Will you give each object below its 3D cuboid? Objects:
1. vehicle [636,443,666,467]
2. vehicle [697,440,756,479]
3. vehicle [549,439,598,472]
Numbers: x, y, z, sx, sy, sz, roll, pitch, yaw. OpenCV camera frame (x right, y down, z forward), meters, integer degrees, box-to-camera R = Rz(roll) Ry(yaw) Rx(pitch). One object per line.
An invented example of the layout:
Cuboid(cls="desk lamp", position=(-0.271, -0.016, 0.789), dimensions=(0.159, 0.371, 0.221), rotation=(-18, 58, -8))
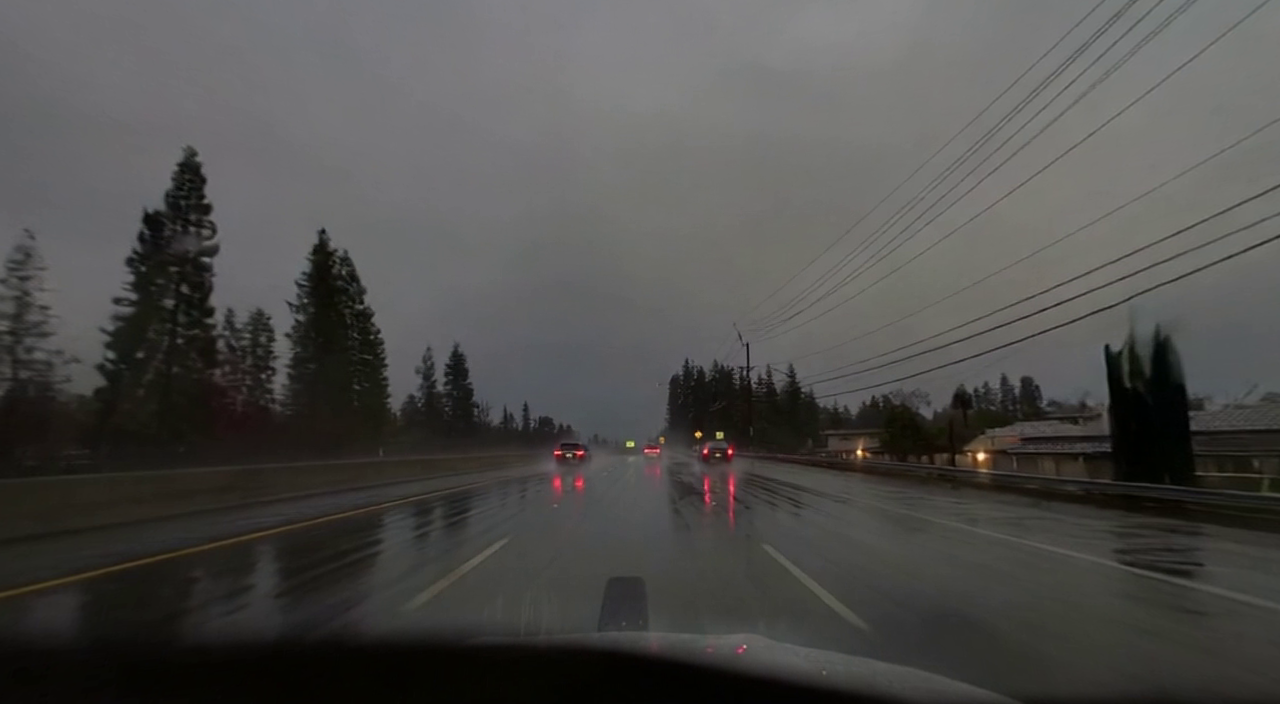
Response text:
Cuboid(cls="vehicle", position=(0.718, 7.153, 44.044), dimensions=(2.049, 1.620, 4.153), rotation=(0, -8, 0))
Cuboid(cls="vehicle", position=(3.667, 4.620, 27.384), dimensions=(1.996, 1.579, 3.841), rotation=(0, -8, 0))
Cuboid(cls="vehicle", position=(-3.686, 5.852, 35.897), dimensions=(2.217, 1.773, 4.553), rotation=(0, -8, 1))
